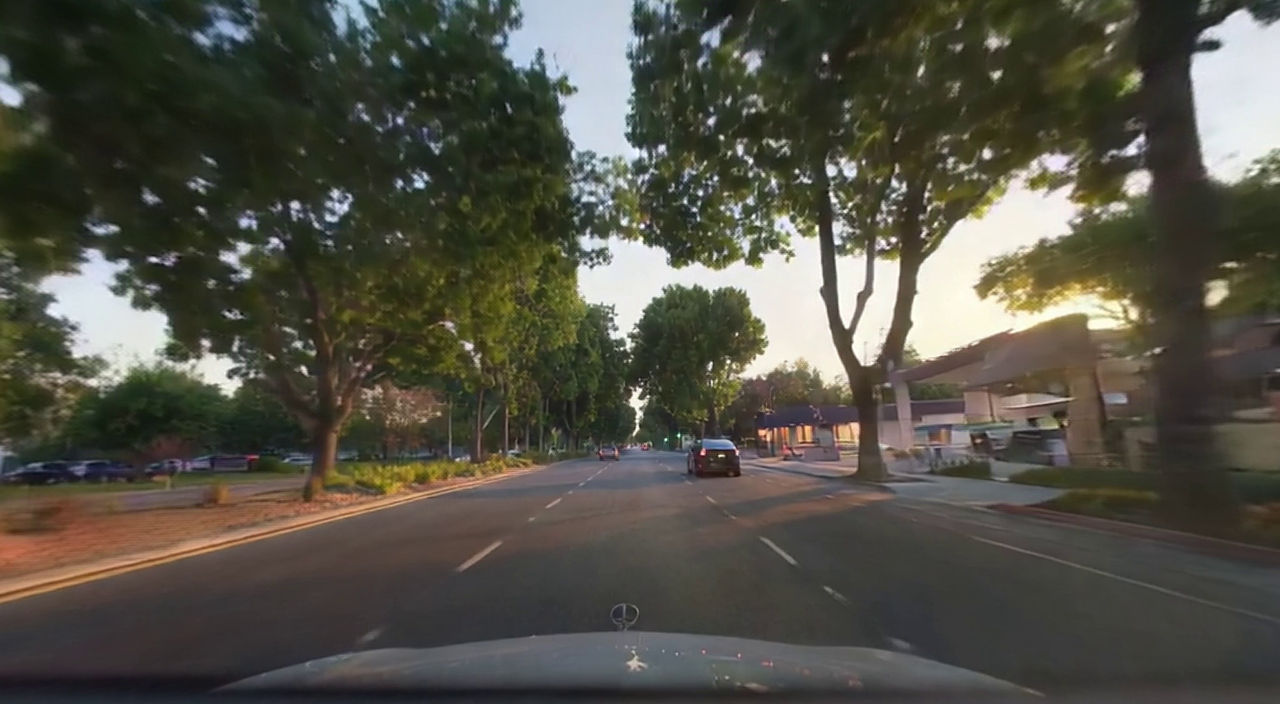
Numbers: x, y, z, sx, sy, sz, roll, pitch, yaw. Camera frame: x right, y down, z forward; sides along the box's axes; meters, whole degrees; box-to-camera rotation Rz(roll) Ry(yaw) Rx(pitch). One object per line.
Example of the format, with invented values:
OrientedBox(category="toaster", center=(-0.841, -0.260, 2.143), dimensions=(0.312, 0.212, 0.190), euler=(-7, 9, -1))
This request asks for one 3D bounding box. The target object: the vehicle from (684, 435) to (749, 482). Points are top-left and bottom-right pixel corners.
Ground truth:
OrientedBox(category="vehicle", center=(3.042, 4.340, 26.026), dimensions=(2.083, 1.743, 4.354), euler=(1, -8, -1))
